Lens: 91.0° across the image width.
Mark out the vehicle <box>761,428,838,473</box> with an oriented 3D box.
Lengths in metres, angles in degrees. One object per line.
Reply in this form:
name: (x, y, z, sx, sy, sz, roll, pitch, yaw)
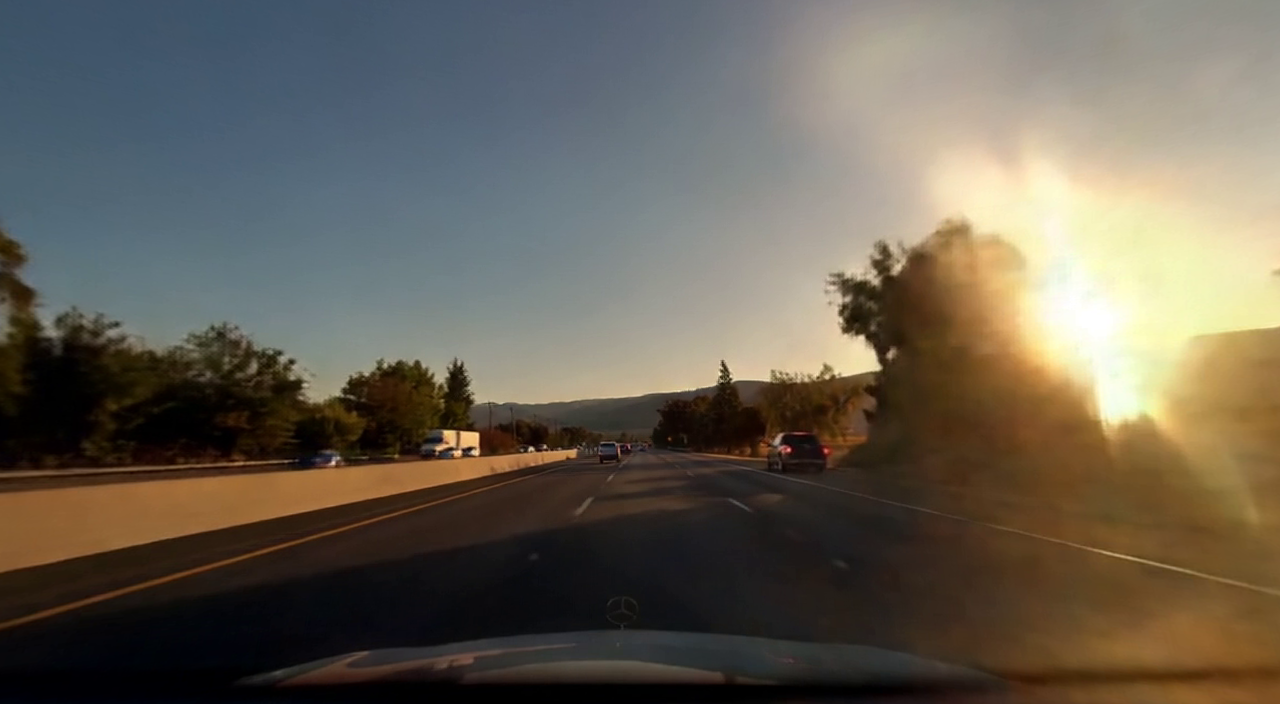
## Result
vehicle: (8.226, 5.170, 33.265, 2.440, 2.132, 6.219, 0, -9, 0)
